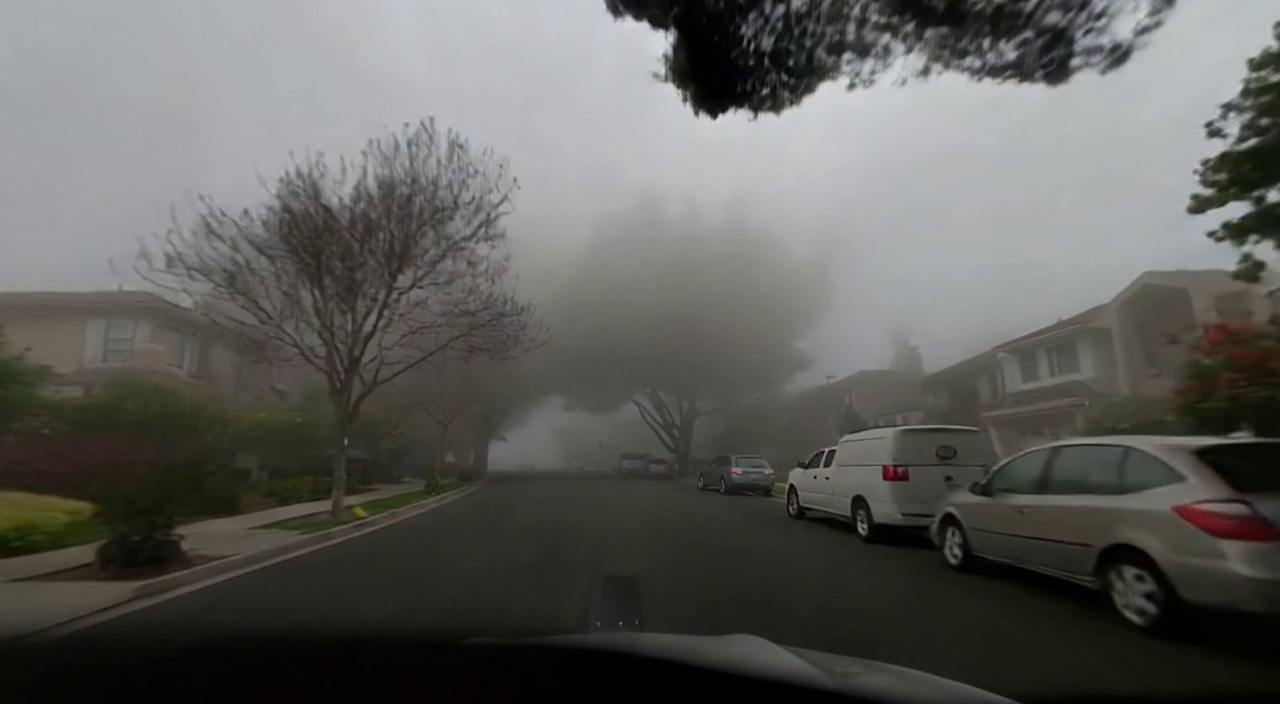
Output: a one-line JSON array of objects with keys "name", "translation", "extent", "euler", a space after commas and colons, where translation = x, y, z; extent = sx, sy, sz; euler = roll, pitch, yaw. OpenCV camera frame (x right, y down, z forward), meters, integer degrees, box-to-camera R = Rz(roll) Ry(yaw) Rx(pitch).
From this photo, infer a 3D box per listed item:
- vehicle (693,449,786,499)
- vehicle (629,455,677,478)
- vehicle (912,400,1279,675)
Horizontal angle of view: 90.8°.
[{"name": "vehicle", "translation": [3.838, 4.836, 25.533], "extent": [2.111, 1.771, 4.942], "euler": [2, -9, -11]}, {"name": "vehicle", "translation": [0.851, 8.132, 45.051], "extent": [2.193, 1.504, 4.576], "euler": [2, -9, -16]}, {"name": "vehicle", "translation": [5.228, 1.647, 6.616], "extent": [2.690, 1.819, 4.532], "euler": [3, -9, -1]}]
